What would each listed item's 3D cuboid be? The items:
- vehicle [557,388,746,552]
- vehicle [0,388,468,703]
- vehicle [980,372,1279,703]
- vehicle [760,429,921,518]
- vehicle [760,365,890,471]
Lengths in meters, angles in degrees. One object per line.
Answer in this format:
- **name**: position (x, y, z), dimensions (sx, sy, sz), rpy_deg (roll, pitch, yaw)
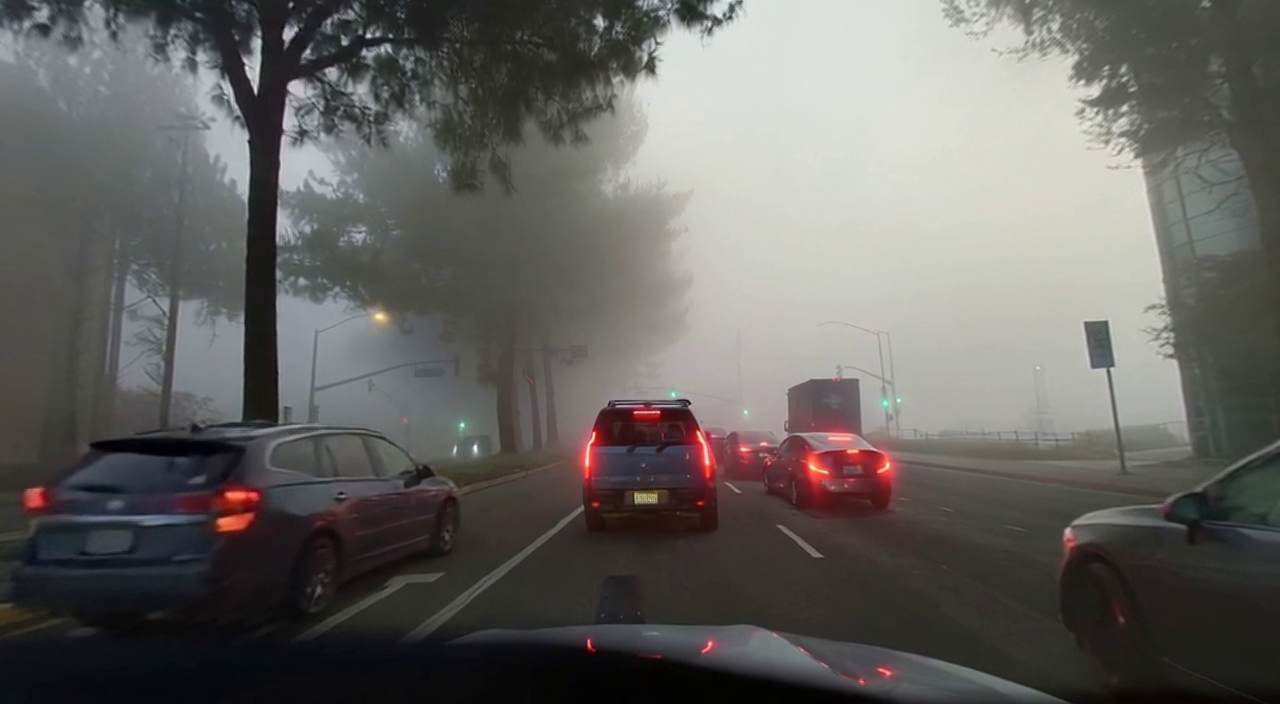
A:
- **vehicle**: position (0.222, 1.718, 9.645), dimensions (2.188, 1.892, 4.488), rpy_deg (0, -9, 2)
- **vehicle**: position (-3.015, 1.233, 4.872), dimensions (2.010, 1.515, 4.152), rpy_deg (0, -9, 3)
- **vehicle**: position (3.218, 0.789, 1.890), dimensions (2.109, 1.500, 4.585), rpy_deg (-1, -9, 5)
- **vehicle**: position (3.703, 2.324, 12.463), dimensions (1.862, 1.451, 4.083), rpy_deg (0, -9, 1)
- **vehicle**: position (7.684, 3.102, 27.780), dimensions (2.965, 3.900, 9.064), rpy_deg (0, -9, 0)
